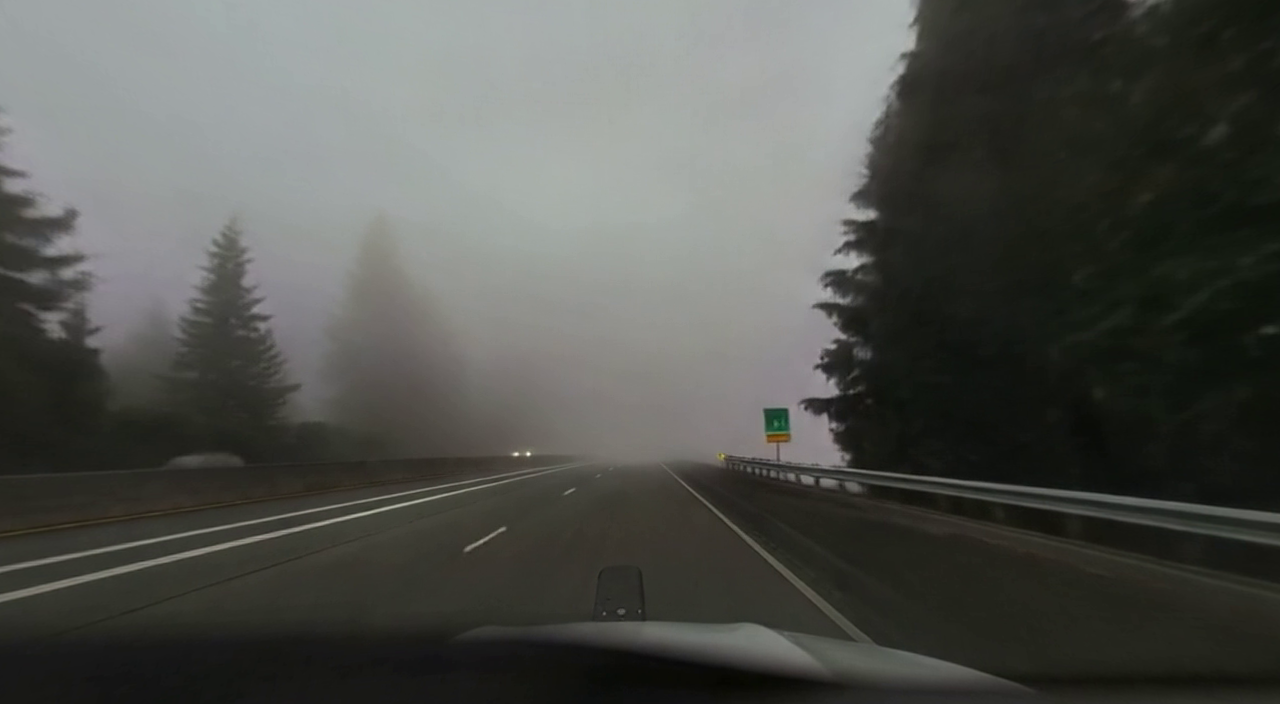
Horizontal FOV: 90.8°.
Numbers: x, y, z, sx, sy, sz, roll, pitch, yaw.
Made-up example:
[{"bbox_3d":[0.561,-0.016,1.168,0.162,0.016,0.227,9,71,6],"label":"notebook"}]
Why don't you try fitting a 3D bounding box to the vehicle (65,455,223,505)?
[{"bbox_3d":[-17.083,4.401,22.085,1.917,1.503,4.376,0,-9,1],"label":"vehicle"}]
